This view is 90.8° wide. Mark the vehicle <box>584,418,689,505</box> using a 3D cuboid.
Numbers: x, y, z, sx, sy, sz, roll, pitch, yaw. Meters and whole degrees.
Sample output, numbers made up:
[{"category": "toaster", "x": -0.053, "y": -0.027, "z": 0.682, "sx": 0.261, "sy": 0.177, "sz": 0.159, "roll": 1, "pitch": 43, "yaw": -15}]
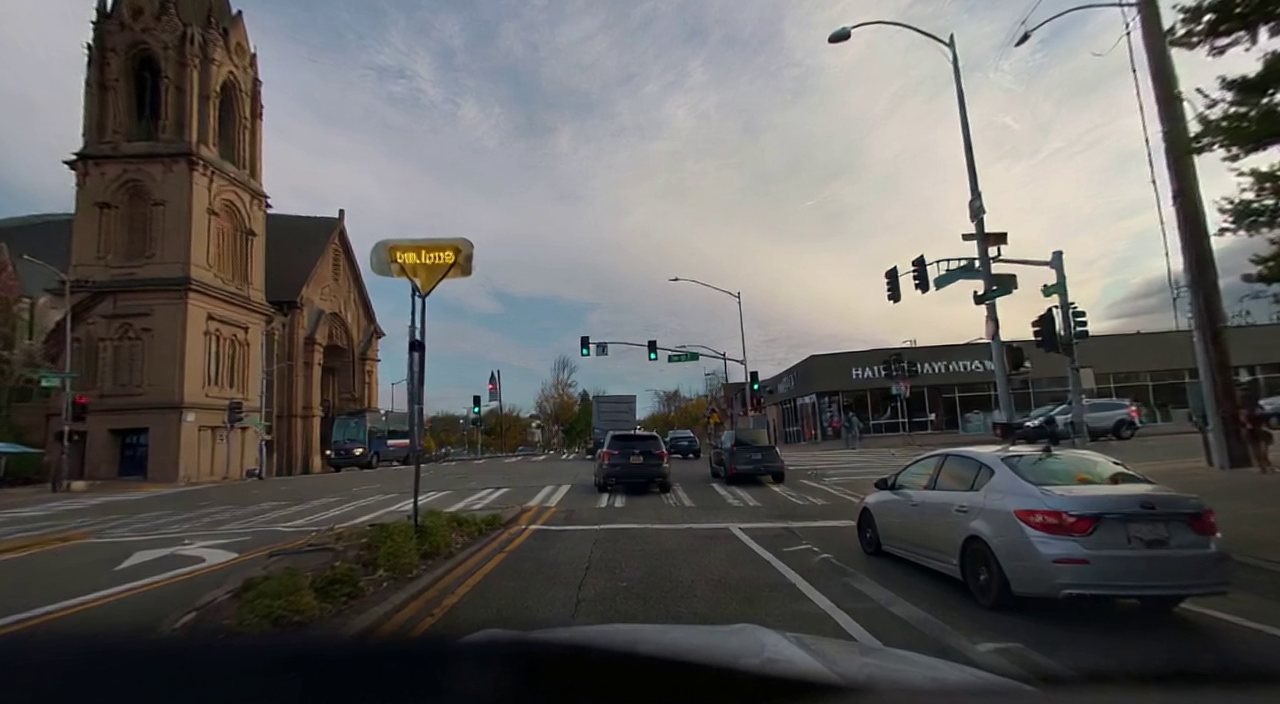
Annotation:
[{"category": "vehicle", "x": -0.176, "y": 2.576, "z": 15.204, "sx": 2.168, "sy": 1.776, "sz": 4.135, "roll": 0, "pitch": -8, "yaw": -3}]

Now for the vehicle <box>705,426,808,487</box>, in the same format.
[{"category": "vehicle", "x": 3.122, "y": 2.918, "z": 17.883, "sx": 1.890, "sy": 1.491, "sz": 4.166, "roll": 0, "pitch": -8, "yaw": -4}]

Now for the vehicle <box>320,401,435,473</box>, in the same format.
[{"category": "vehicle", "x": -15.346, "y": 5.142, "z": 37.932, "sx": 3.126, "sy": 3.773, "sz": 8.662, "roll": 0, "pitch": -8, "yaw": 0}]

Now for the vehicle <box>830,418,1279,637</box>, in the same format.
[{"category": "vehicle", "x": 3.651, "y": 1.525, "z": 6.592, "sx": 1.883, "sy": 1.472, "sz": 4.471, "roll": 0, "pitch": -8, "yaw": -1}]
